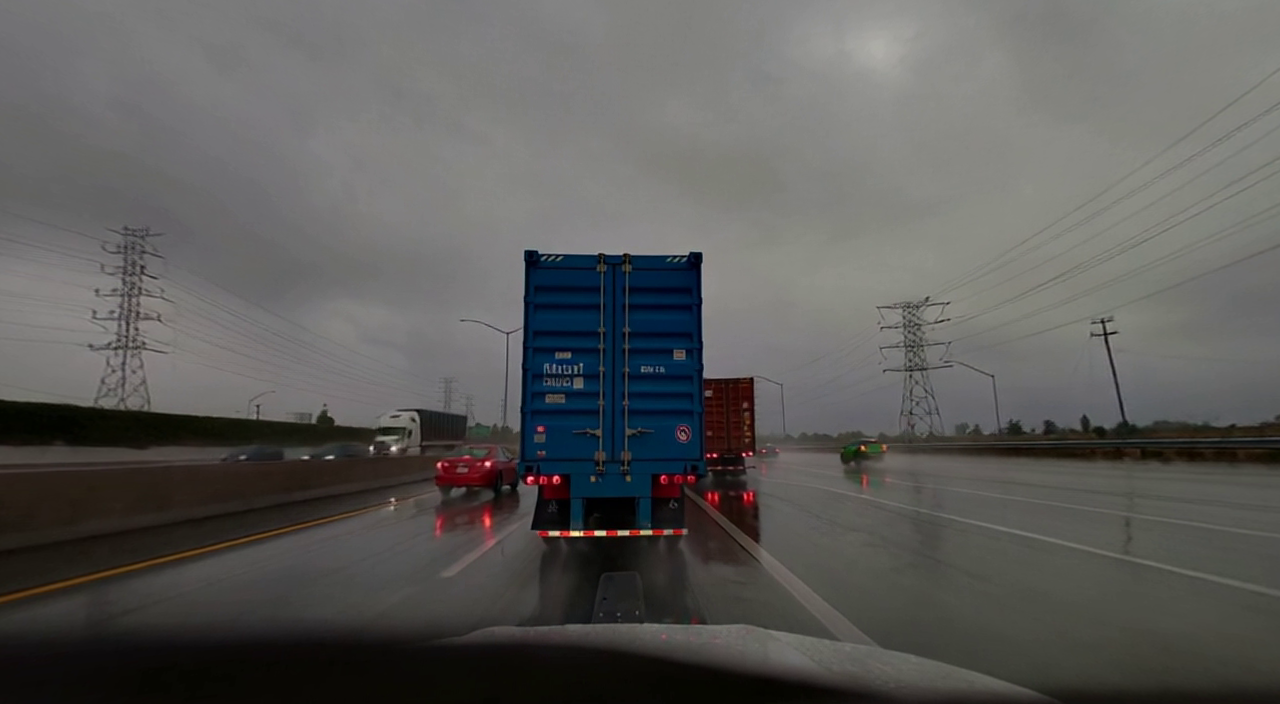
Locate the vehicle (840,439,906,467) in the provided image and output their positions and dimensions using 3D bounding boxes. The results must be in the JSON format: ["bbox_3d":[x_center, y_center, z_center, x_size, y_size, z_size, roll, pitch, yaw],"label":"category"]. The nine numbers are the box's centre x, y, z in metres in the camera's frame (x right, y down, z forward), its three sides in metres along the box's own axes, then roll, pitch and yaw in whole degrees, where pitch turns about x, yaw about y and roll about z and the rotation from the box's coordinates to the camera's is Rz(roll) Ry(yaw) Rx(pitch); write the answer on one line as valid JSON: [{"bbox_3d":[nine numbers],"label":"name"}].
[{"bbox_3d":[13.436,5.854,36.799,2.020,1.546,4.336,0,-9,-2],"label":"vehicle"}]

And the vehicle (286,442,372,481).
[{"bbox_3d":[-12.708,4.478,26.093,1.735,1.440,3.601,0,-9,0],"label":"vehicle"}]

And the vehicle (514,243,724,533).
[{"bbox_3d":[-0.324,1.336,14.849,2.841,4.071,12.046,0,-9,0],"label":"vehicle"}]

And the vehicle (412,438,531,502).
[{"bbox_3d":[-4.370,3.140,17.235,1.993,1.475,4.540,-1,-9,0],"label":"vehicle"}]
